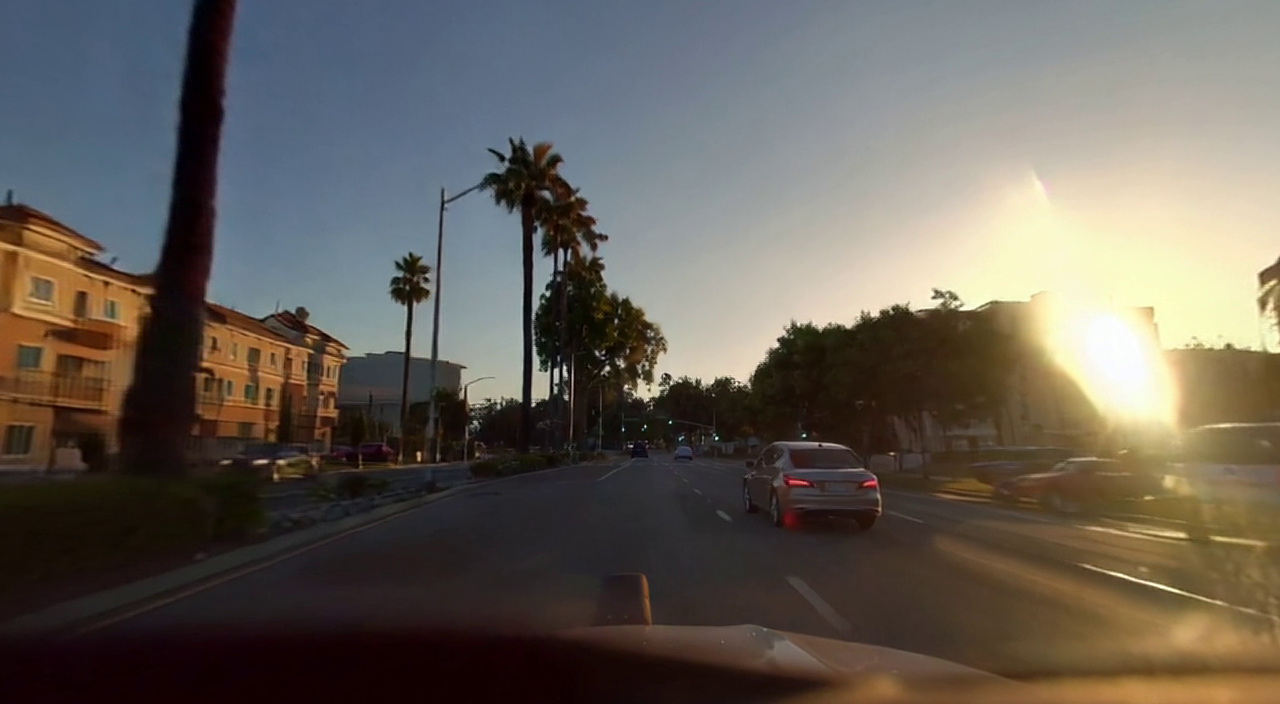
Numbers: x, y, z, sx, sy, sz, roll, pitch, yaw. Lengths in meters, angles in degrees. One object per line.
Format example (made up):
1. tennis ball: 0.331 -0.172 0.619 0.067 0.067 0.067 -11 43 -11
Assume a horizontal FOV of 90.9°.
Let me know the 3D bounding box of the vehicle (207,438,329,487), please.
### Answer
1. vehicle: -15.549 4.625 26.741 2.180 1.830 4.924 0 -9 -1

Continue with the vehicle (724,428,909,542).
1. vehicle: 2.846 2.251 11.324 2.009 1.639 4.267 0 -9 -1

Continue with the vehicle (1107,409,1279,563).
1. vehicle: 9.954 1.798 8.425 2.618 2.048 6.195 0 -9 0

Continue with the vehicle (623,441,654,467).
1. vehicle: -0.067 7.254 44.958 2.087 1.709 4.076 0 -9 1

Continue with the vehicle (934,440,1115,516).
1. vehicle: 10.125 3.307 17.150 1.982 1.766 4.555 0 -9 -1
